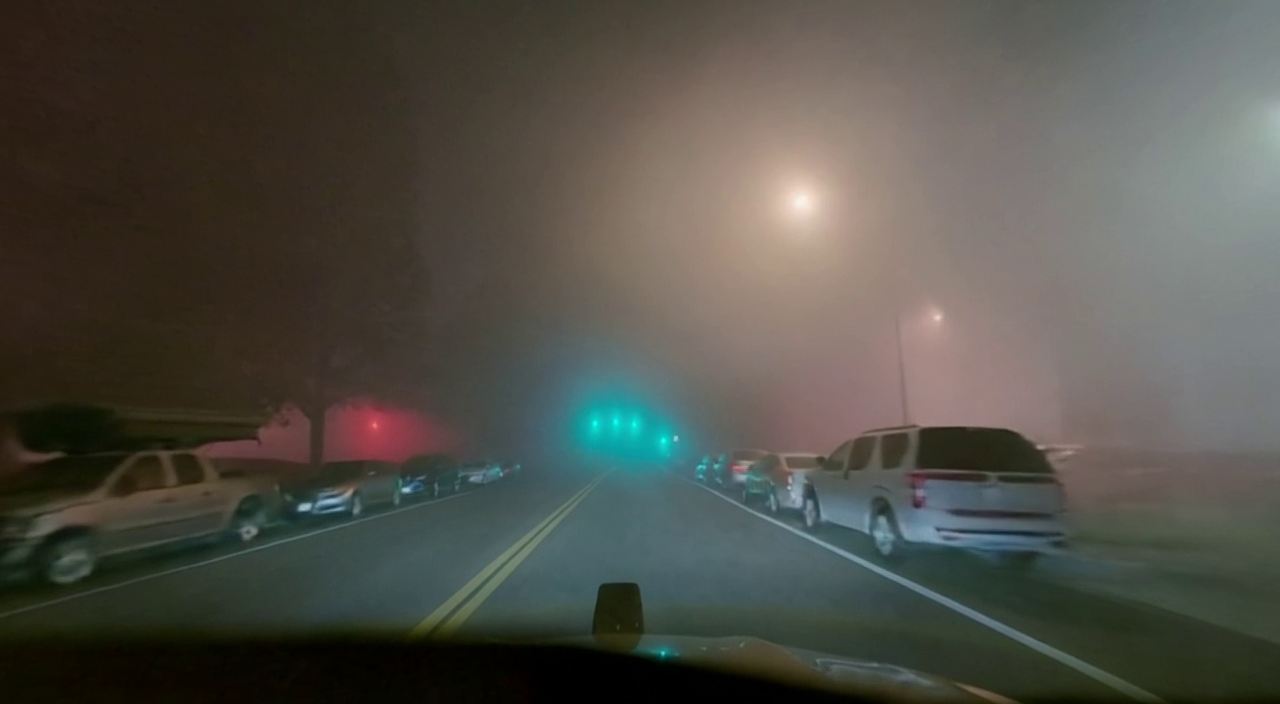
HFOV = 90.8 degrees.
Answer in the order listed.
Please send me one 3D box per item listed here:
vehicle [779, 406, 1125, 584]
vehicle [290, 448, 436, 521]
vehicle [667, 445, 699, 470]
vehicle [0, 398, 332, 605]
[{"bbox_3d":[3.925,1.922,9.552,2.255,1.863,5.629,0,-8,-1],"label":"vehicle"},{"bbox_3d":[-7.454,3.550,17.627,2.113,1.486,4.774,-2,-7,-2],"label":"vehicle"},{"bbox_3d":[3.338,8.252,49.696,2.034,1.906,4.653,0,-8,-2],"label":"vehicle"},{"bbox_3d":[-7.260,2.001,9.867,2.382,2.223,5.472,-3,-6,-3],"label":"vehicle"}]
